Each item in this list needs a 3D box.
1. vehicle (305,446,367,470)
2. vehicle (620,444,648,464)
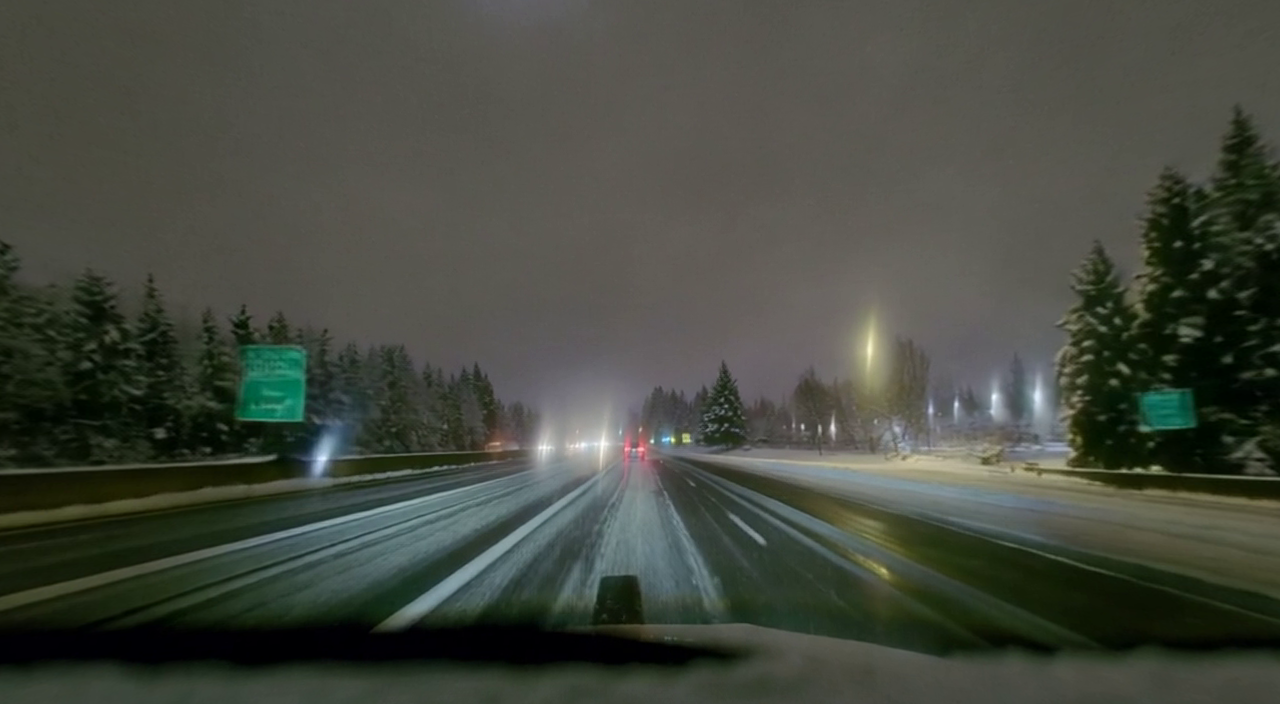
[{"bbox_3d":[-21.076,7.339,44.031,1.959,1.530,4.569,0,-8,1],"label":"vehicle"},{"bbox_3d":[-0.454,7.818,48.565,2.025,1.460,4.189,0,-8,-1],"label":"vehicle"}]
